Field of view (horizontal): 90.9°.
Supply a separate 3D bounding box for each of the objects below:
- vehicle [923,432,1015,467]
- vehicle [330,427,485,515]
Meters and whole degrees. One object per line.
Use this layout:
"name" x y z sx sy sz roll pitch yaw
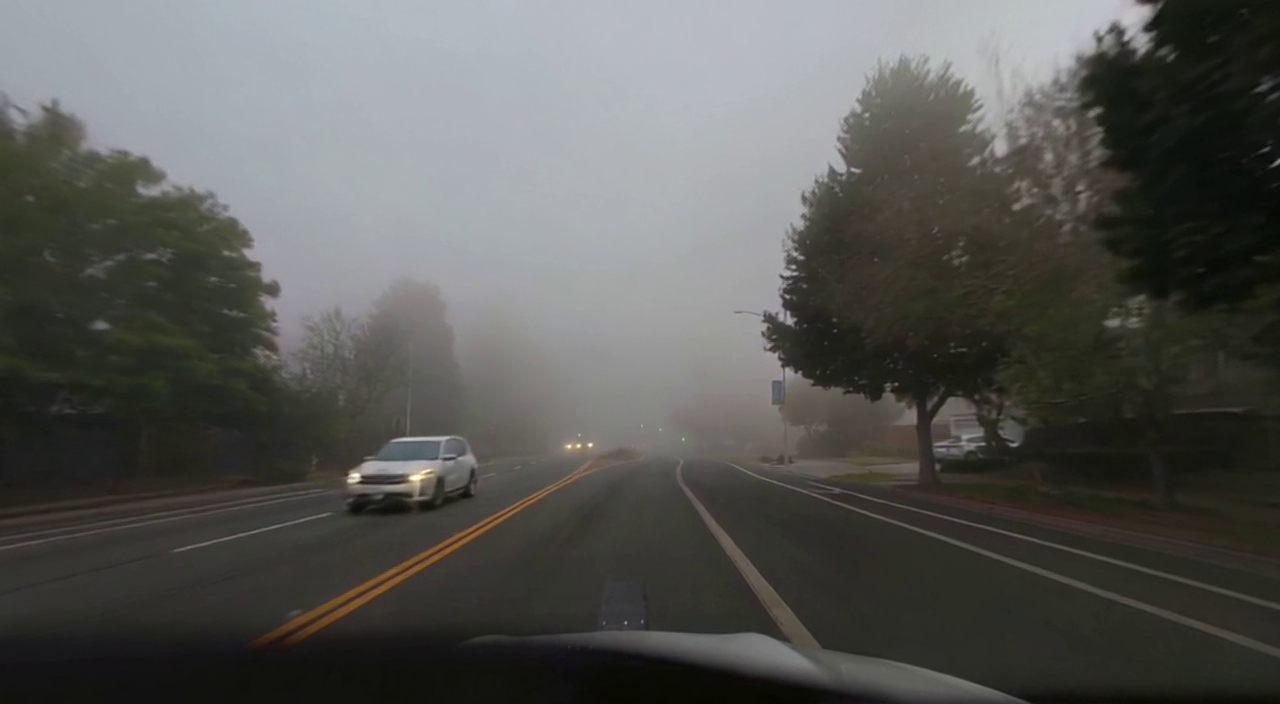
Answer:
"vehicle" 15.966 4.755 30.901 1.901 1.547 4.411 0 -8 -4
"vehicle" -4.609 2.396 13.168 1.774 1.525 3.897 0 -8 0
